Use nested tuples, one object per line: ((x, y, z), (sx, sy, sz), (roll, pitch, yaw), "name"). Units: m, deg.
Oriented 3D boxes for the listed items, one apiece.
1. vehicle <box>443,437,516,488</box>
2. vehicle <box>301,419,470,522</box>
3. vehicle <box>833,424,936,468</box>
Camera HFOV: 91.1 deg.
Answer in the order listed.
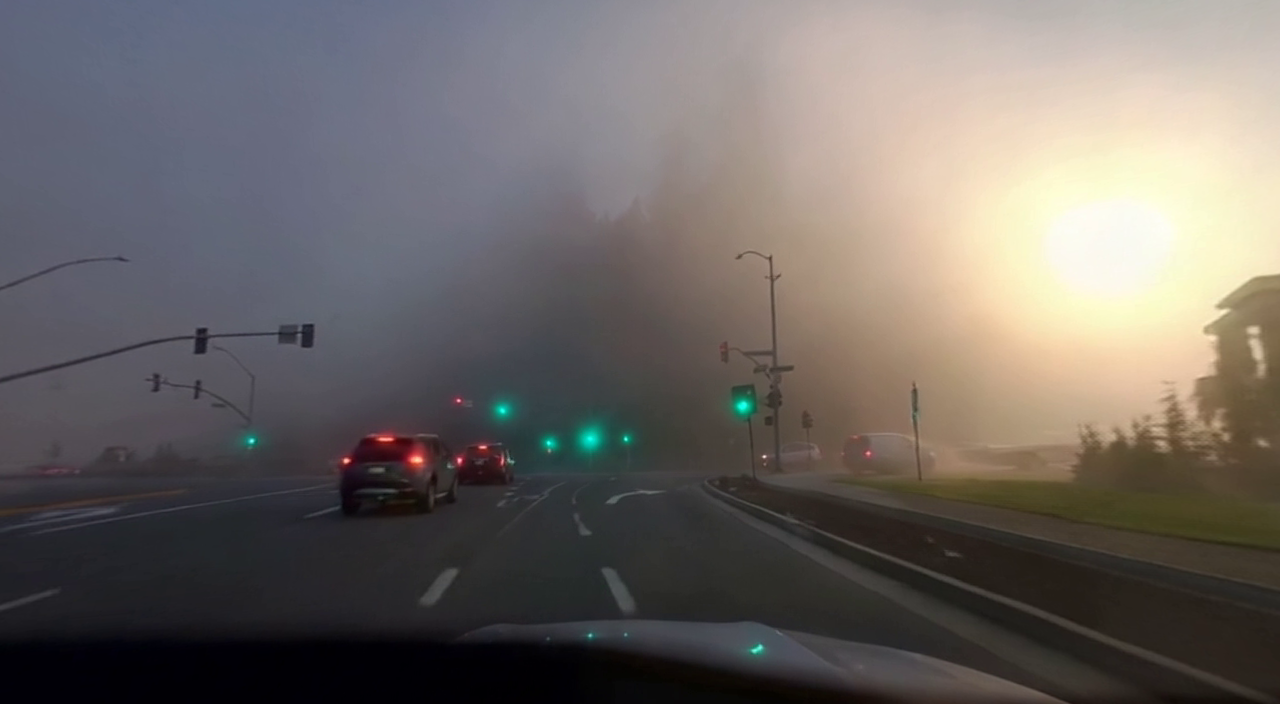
((-5.689, 3.953, 22.780), (2.024, 1.655, 4.301), (1, -8, -7), "vehicle")
((-5.167, 2.450, 13.515), (2.152, 1.822, 4.391), (1, -8, -6), "vehicle")
((16.675, 6.398, 42.839), (6.269, 2.785, 2.334), (2, -9, -16), "vehicle")
